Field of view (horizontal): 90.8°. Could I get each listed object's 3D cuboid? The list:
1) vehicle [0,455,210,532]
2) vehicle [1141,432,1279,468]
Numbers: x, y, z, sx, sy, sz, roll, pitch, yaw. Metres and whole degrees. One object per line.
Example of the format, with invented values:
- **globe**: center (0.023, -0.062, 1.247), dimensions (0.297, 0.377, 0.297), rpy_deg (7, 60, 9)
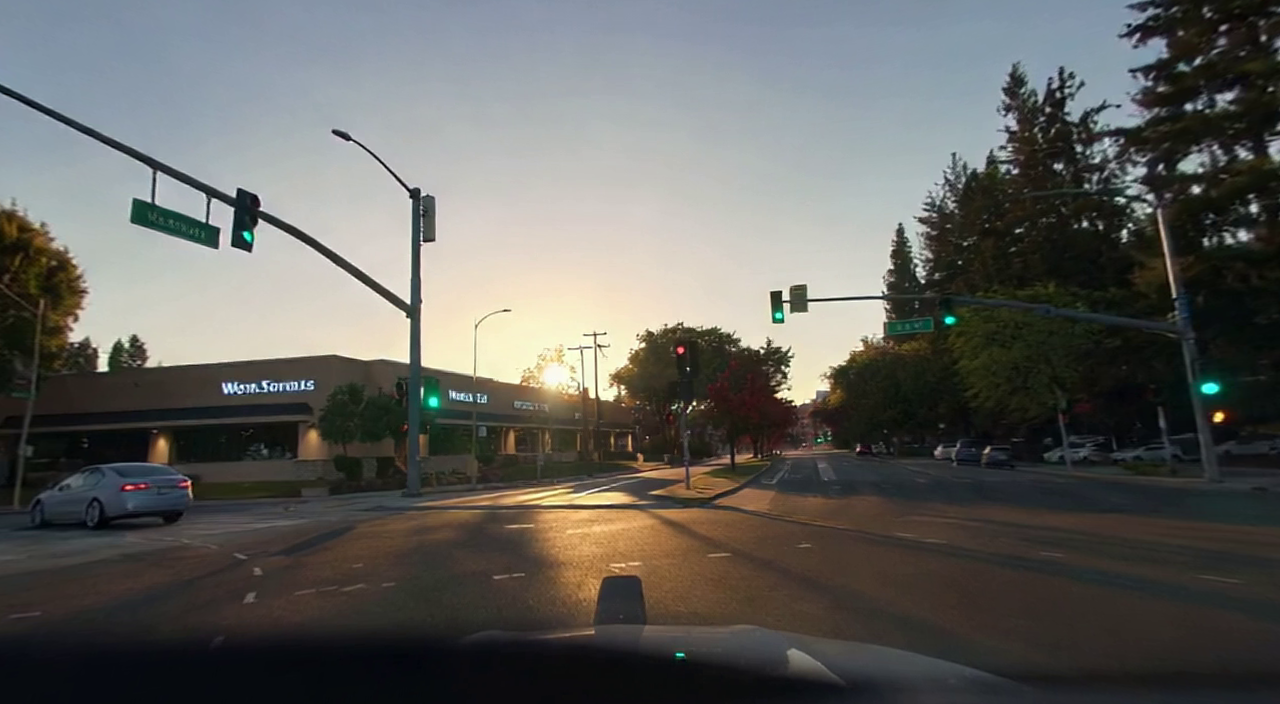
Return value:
- **vehicle**: center (-13.475, 3.436, 15.856), dimensions (4.312, 1.642, 2.197), rpy_deg (-3, -9, 20)
- **vehicle**: center (28.763, 4.934, 31.927), dimensions (4.908, 1.713, 1.903), rpy_deg (-2, -9, 13)
